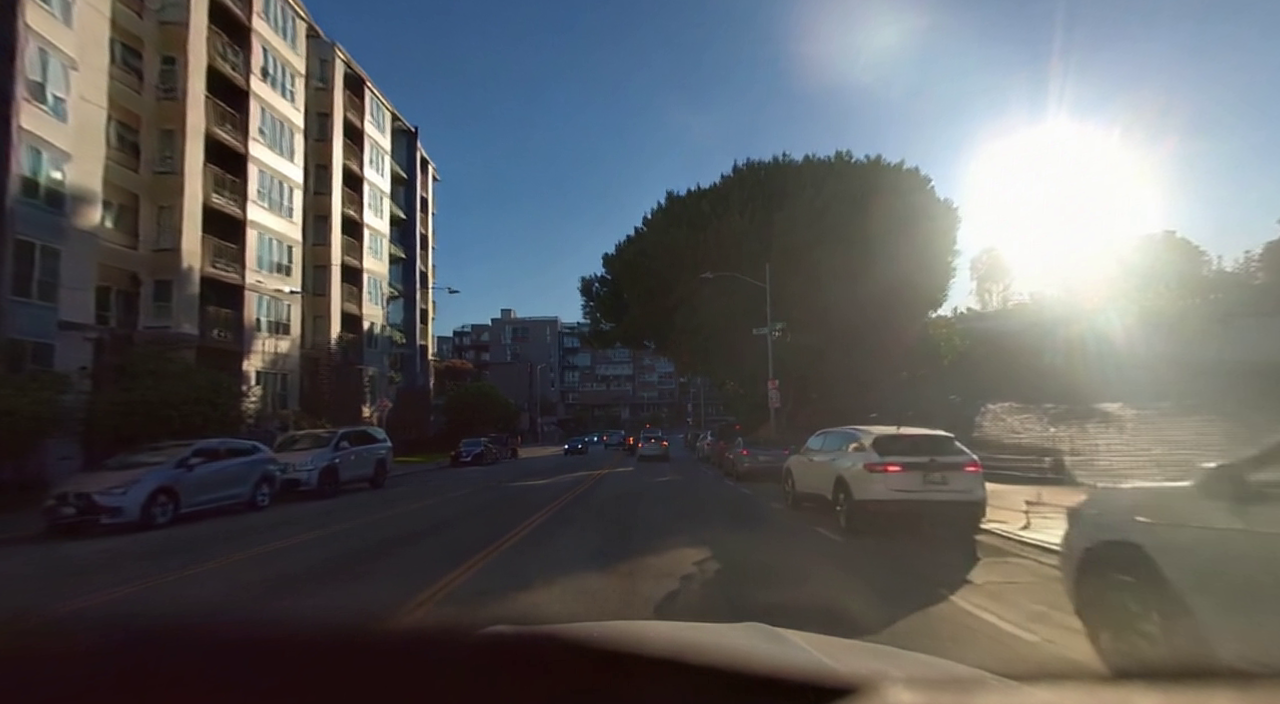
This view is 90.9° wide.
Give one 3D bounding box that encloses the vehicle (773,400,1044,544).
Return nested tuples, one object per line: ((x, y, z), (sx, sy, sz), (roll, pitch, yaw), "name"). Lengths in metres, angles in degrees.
((3.876, 1.836, 10.343), (2.260, 1.789, 4.810), (0, -8, -1), "vehicle")

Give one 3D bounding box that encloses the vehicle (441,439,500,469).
((-8.892, 5.394, 33.527), (2.021, 1.474, 4.337), (0, -8, -1), "vehicle")

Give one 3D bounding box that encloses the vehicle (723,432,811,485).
((3.873, 3.330, 20.044), (2.033, 1.470, 4.502), (0, -8, 2), "vehicle")

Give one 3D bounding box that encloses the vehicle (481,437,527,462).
((-8.893, 6.407, 41.482), (2.002, 1.546, 4.339), (0, -8, 0), "vehicle")

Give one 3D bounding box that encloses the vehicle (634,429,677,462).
((0.853, 5.235, 35.296), (2.261, 1.740, 4.065), (0, -8, 1), "vehicle")

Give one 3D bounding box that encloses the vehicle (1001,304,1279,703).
((3.775, 0.653, 1.936), (2.327, 1.864, 4.981), (0, -8, 0), "vehicle")

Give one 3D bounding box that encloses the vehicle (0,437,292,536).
((-9.269, 2.476, 12.374), (2.089, 1.549, 4.597), (-1, -8, 2), "vehicle")

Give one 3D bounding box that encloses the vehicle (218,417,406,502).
((-9.067, 3.030, 18.234), (2.457, 2.048, 5.461), (0, -8, 0), "vehicle")
